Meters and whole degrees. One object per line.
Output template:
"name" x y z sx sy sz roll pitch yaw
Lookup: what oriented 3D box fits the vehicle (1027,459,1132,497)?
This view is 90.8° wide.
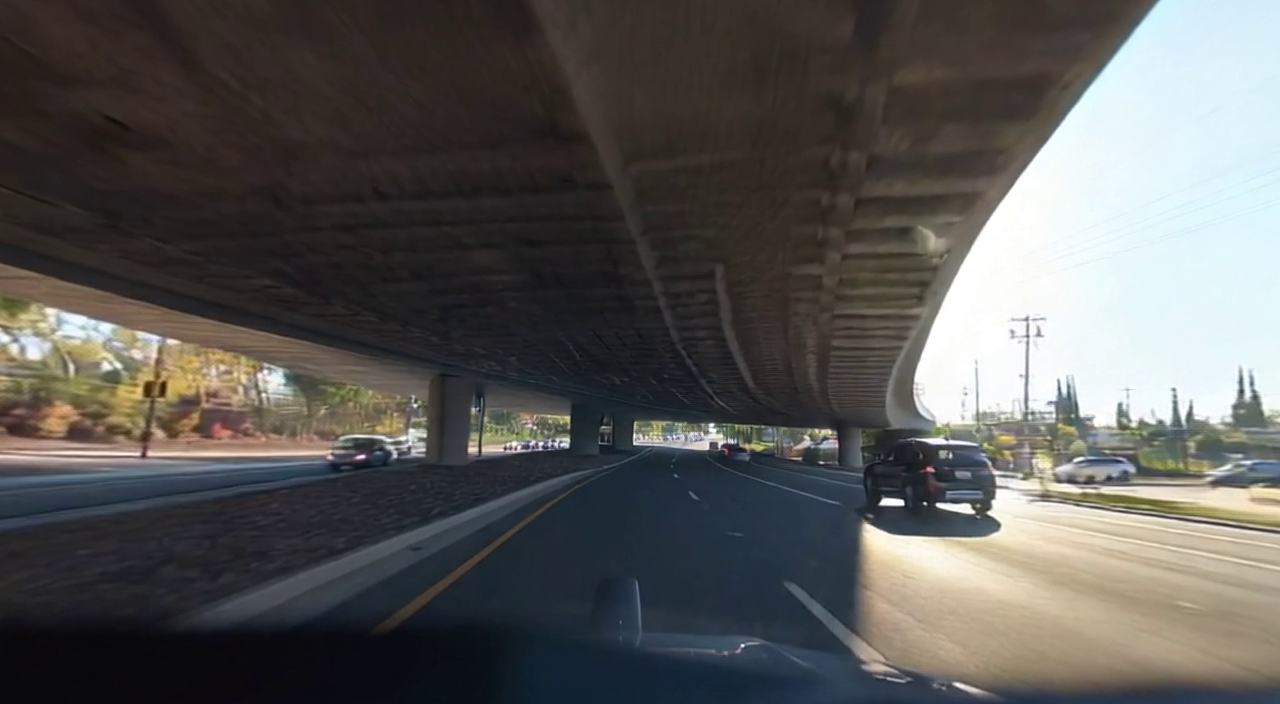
"vehicle" 23.220 6.637 33.683 1.940 1.665 4.917 -3 -8 -1

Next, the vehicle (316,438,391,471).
"vehicle" -14.504 5.196 32.333 1.961 1.538 4.727 0 -8 -5

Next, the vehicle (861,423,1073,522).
"vehicle" 7.417 2.786 15.243 2.331 1.872 5.378 -2 -8 2
